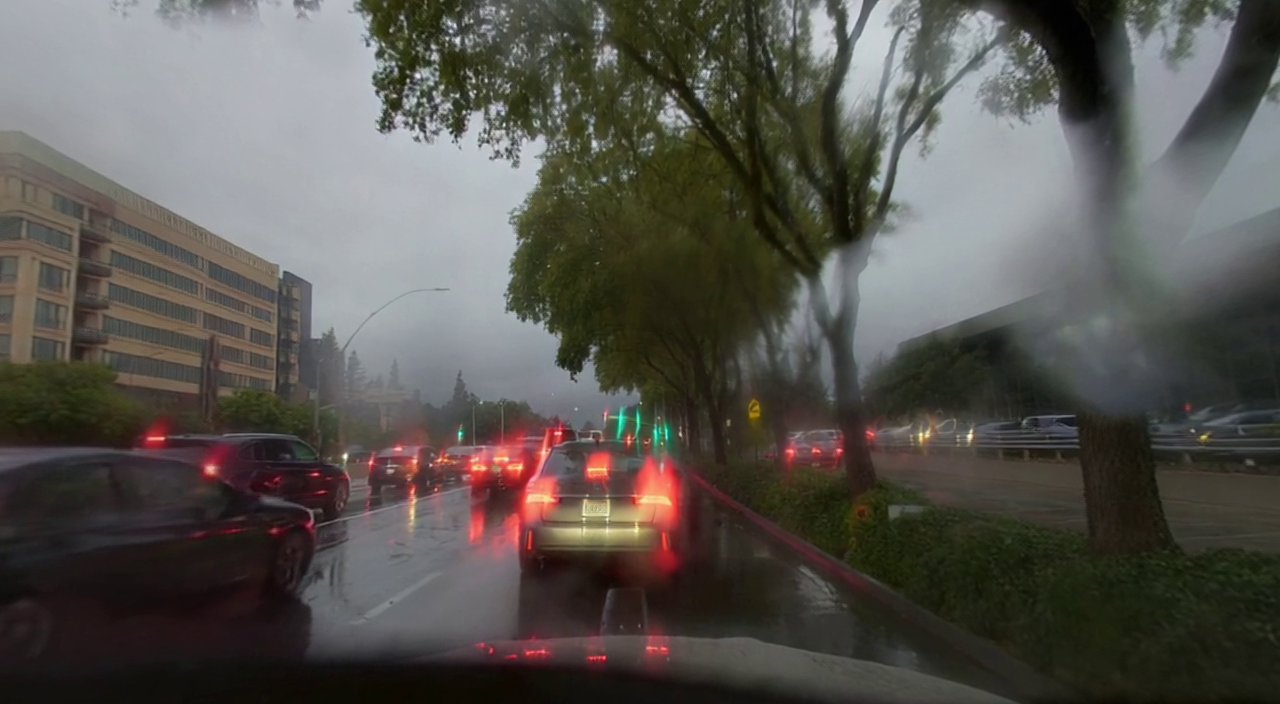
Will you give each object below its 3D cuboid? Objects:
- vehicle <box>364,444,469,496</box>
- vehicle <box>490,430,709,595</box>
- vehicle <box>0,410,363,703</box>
[{"bbox_3d":[-7.346,3.890,21.268,1.851,1.532,4.279,0,-9,1],"label":"vehicle"},{"bbox_3d":[-0.394,1.819,8.014,2.066,1.544,3.954,0,-9,0],"label":"vehicle"},{"bbox_3d":[-3.984,1.264,4.467,1.913,1.521,4.539,0,-9,1],"label":"vehicle"}]
